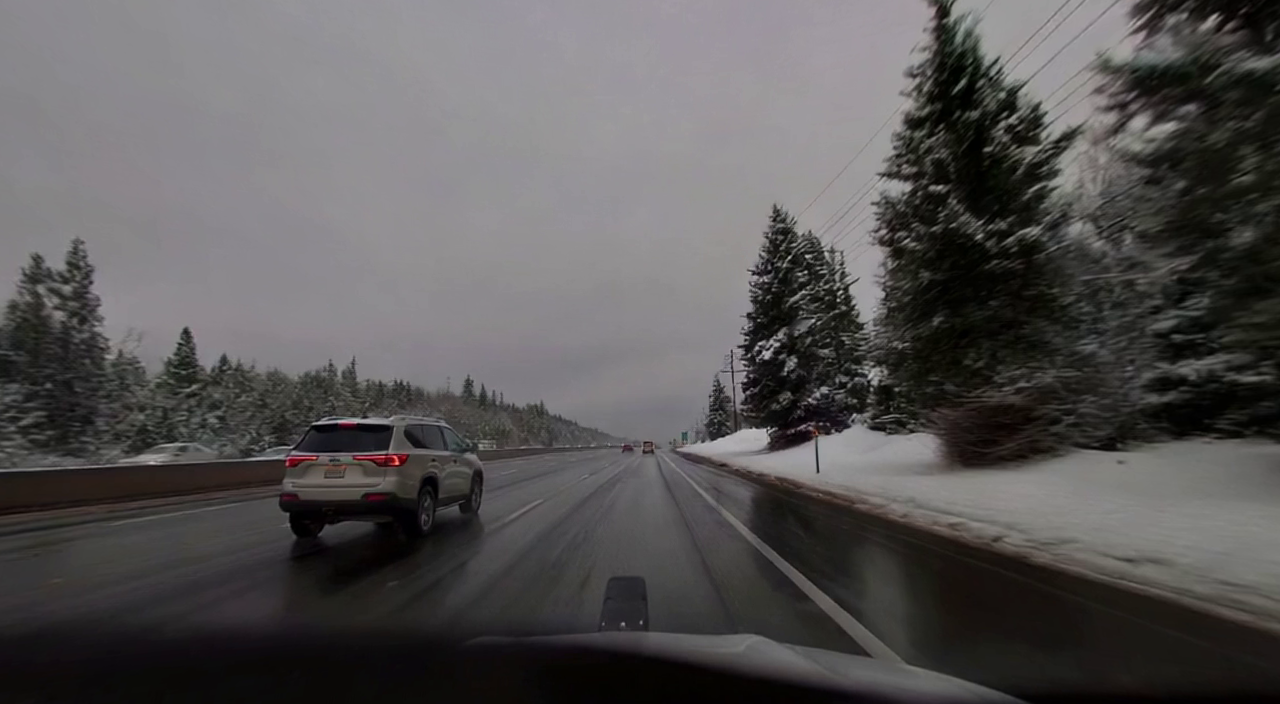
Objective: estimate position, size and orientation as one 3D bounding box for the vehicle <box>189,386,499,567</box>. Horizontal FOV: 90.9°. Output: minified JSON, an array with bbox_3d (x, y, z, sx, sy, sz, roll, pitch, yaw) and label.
[{"bbox_3d":[-3.830,1.731,9.528,2.136,1.975,5.037,0,-8,1],"label":"vehicle"}]

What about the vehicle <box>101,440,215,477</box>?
[{"bbox_3d":[-26.037,5.740,34.372,1.989,1.875,5.281,0,-8,1],"label":"vehicle"}]
